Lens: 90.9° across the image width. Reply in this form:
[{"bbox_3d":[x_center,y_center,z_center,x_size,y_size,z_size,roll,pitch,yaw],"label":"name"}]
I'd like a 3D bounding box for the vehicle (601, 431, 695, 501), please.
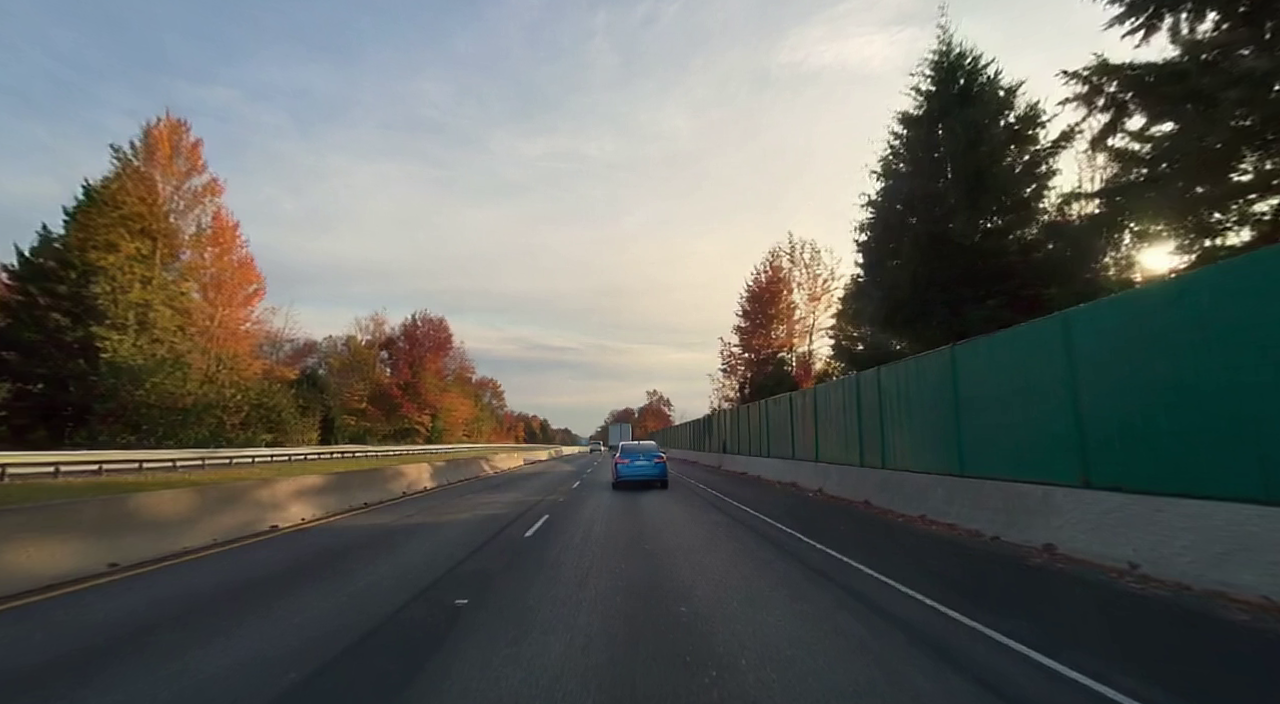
[{"bbox_3d":[0.061,2.790,15.845,2.057,1.516,4.065,1,-8,-3],"label":"vehicle"}]
